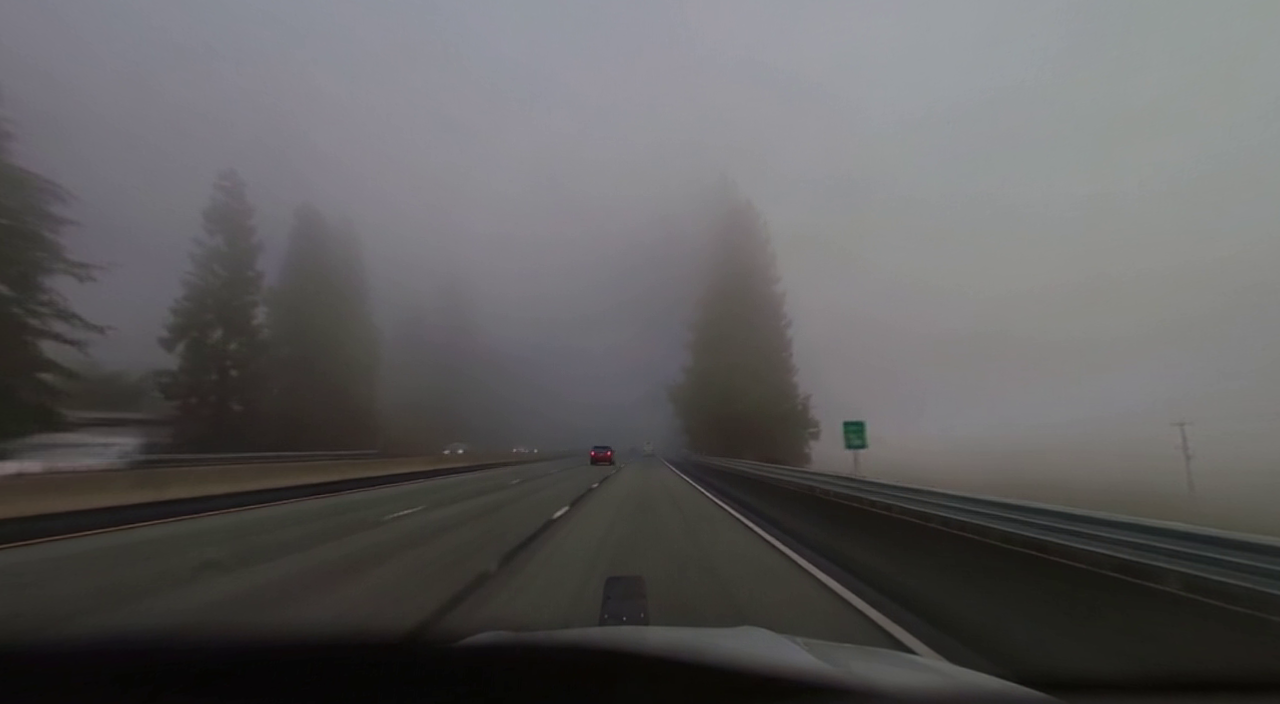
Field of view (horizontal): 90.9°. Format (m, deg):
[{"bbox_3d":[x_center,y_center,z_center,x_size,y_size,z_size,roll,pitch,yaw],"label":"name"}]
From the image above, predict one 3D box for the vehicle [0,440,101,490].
[{"bbox_3d":[-20.946,3.676,20.774,1.962,1.549,4.878,0,-8,2],"label":"vehicle"}]
